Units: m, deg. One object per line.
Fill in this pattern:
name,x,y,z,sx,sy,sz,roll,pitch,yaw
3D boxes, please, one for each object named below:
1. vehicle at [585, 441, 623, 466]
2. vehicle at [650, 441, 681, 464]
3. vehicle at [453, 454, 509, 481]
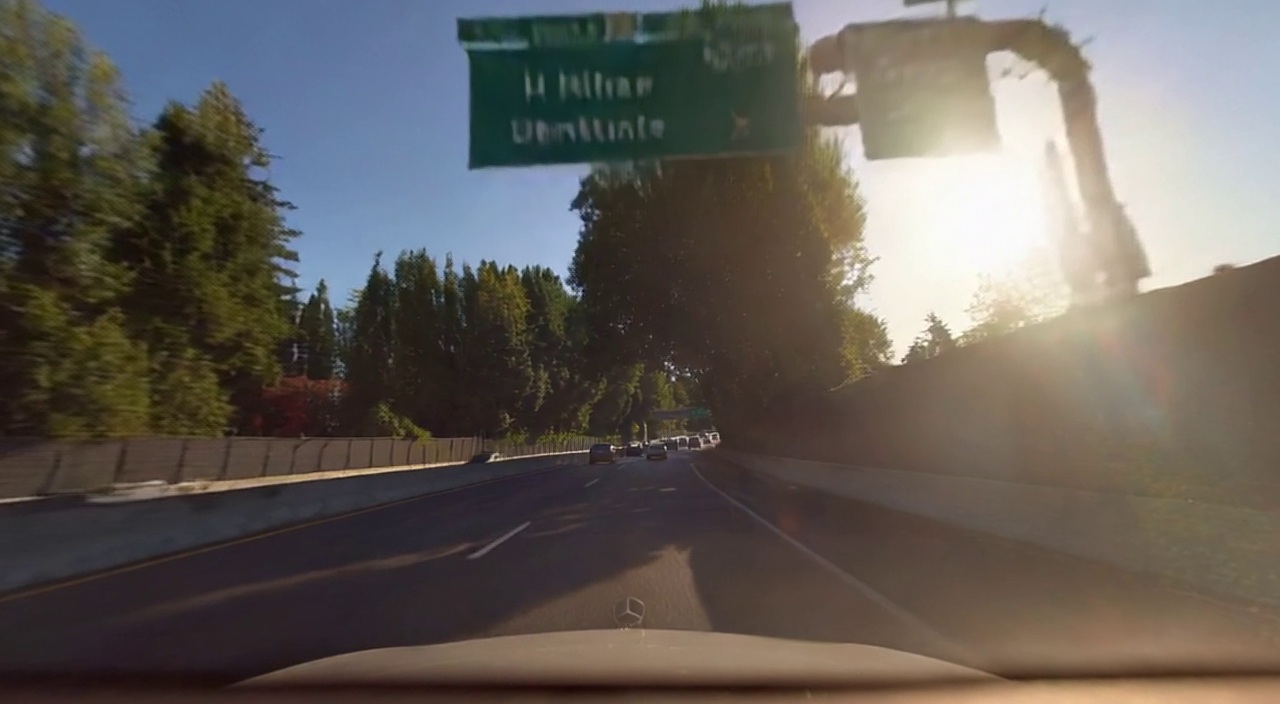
vehicle,-2.232,6.413,39.975,1.985,1.518,3.847,-1,-8,4
vehicle,1.780,6.977,43.894,2.077,1.533,3.854,0,-8,3
vehicle,-9.665,7.035,38.666,1.977,1.489,4.631,0,-8,4
